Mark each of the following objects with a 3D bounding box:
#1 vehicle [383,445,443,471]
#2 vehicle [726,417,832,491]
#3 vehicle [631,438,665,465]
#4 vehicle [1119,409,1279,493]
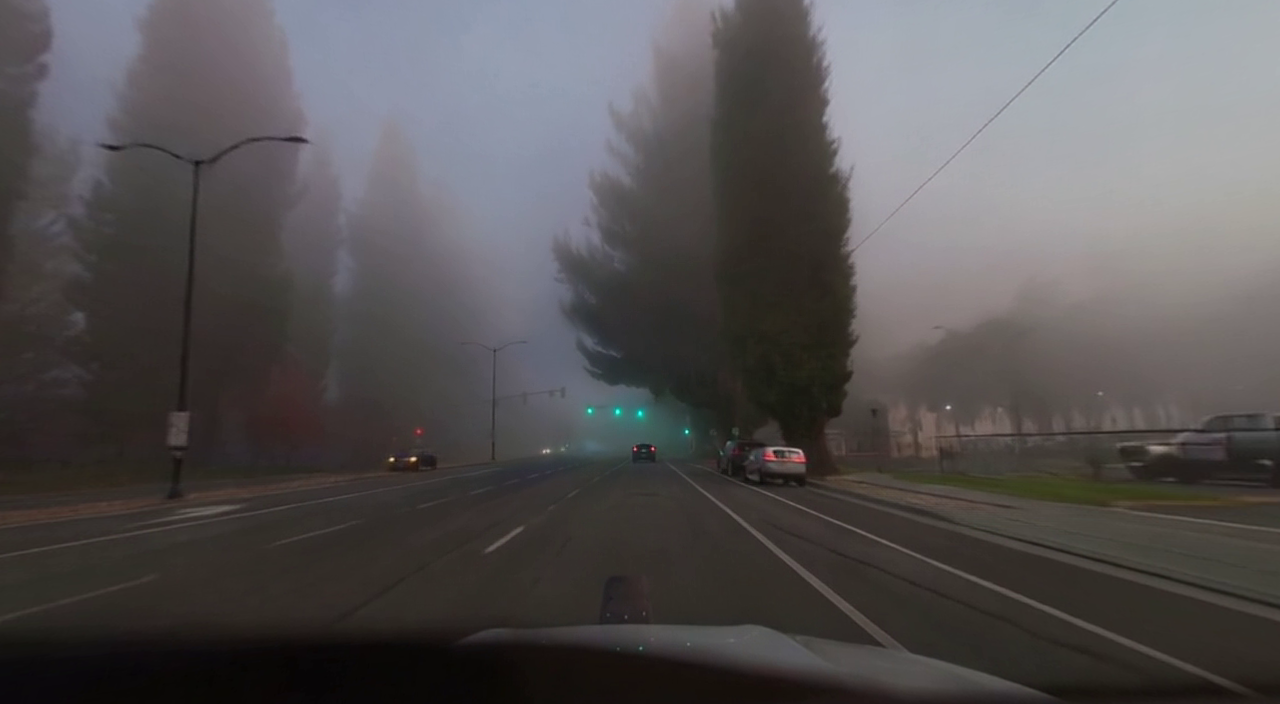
[{"bbox_3d":[-14.013,6.555,39.236,1.960,1.487,4.632,-1,-8,1],"label":"vehicle"},{"bbox_3d":[4.424,3.406,21.364,2.162,2.080,6.515,0,-8,1],"label":"vehicle"},{"bbox_3d":[0.559,6.770,42.996,2.169,1.751,4.276,-1,-8,1],"label":"vehicle"},{"bbox_3d":[14.363,2.332,14.975,2.069,1.747,4.822,0,-8,-1],"label":"vehicle"}]
